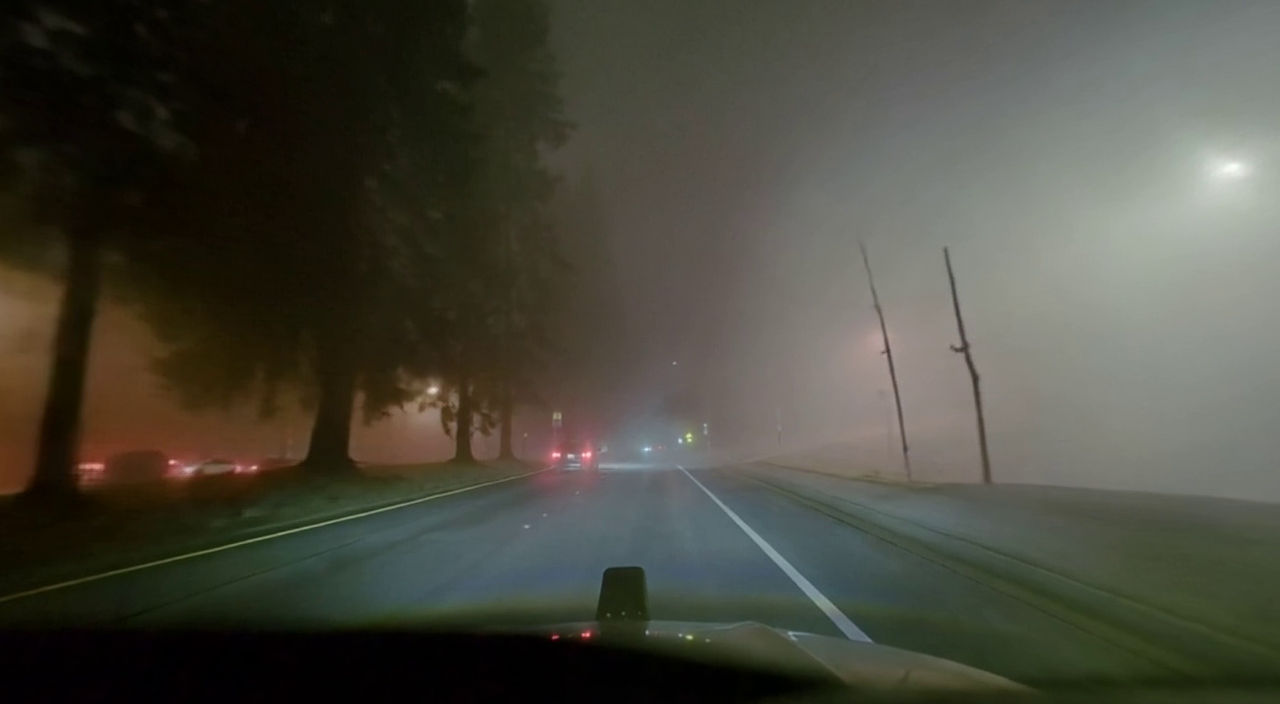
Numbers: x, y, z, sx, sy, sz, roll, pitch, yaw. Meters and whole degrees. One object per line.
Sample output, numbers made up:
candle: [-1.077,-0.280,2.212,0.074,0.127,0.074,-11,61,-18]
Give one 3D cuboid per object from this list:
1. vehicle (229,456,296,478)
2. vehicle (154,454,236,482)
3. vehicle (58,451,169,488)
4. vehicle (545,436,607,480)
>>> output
vehicle: [-28.457,8.631,47.703,1.866,1.479,4.731,0,-9,3]
vehicle: [-29.019,7.555,41.308,1.845,1.513,4.993,-6,-9,0]
vehicle: [-29.123,6.460,35.095,1.968,1.821,4.810,-1,-9,1]
vehicle: [-2.632,4.501,27.058,2.016,1.694,4.335,0,-9,2]
